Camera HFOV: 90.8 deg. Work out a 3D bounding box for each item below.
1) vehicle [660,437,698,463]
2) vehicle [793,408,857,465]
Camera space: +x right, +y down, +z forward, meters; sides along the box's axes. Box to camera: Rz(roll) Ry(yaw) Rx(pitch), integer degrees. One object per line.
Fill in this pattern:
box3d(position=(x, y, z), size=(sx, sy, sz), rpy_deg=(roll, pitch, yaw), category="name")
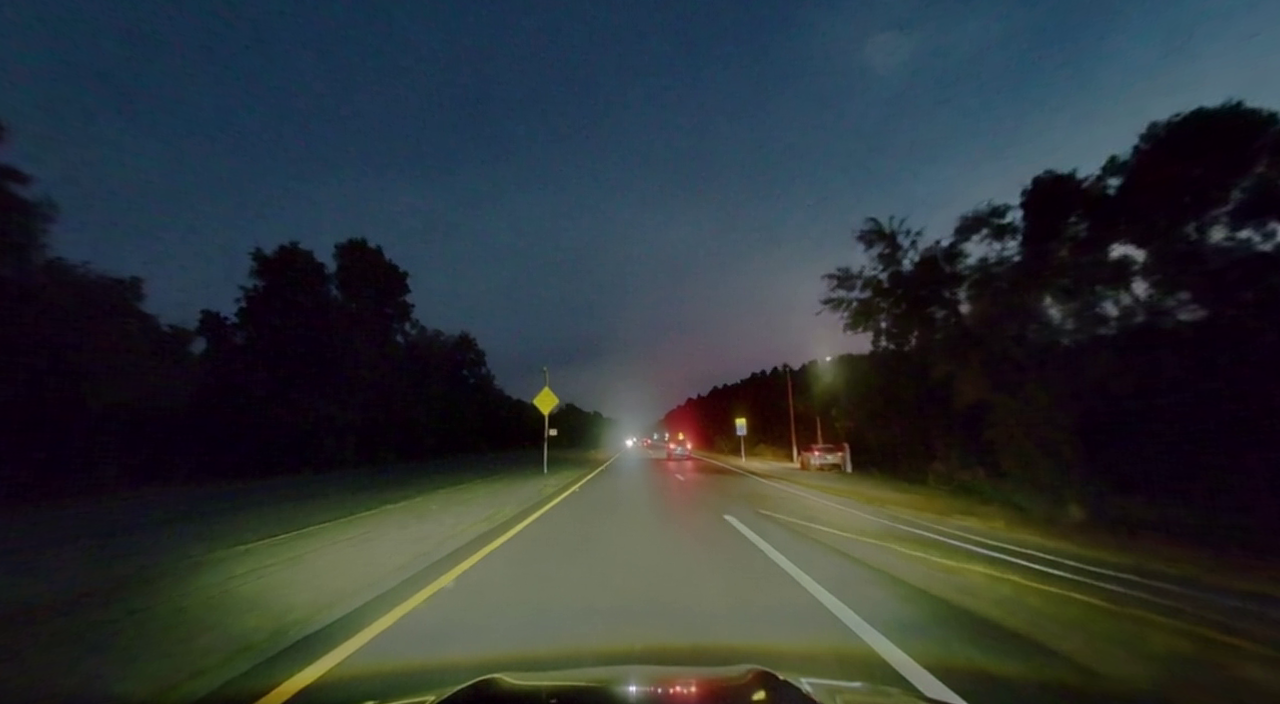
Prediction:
box3d(position=(2.725, 7.007, 45.398), size=(2.183, 1.744, 4.424), rpy_deg=(1, -9, -4), category="vehicle")
box3d(position=(10.942, 5.075, 37.728), size=(3.250, 3.147, 4.411), rpy_deg=(-2, -9, 12), category="vehicle")
